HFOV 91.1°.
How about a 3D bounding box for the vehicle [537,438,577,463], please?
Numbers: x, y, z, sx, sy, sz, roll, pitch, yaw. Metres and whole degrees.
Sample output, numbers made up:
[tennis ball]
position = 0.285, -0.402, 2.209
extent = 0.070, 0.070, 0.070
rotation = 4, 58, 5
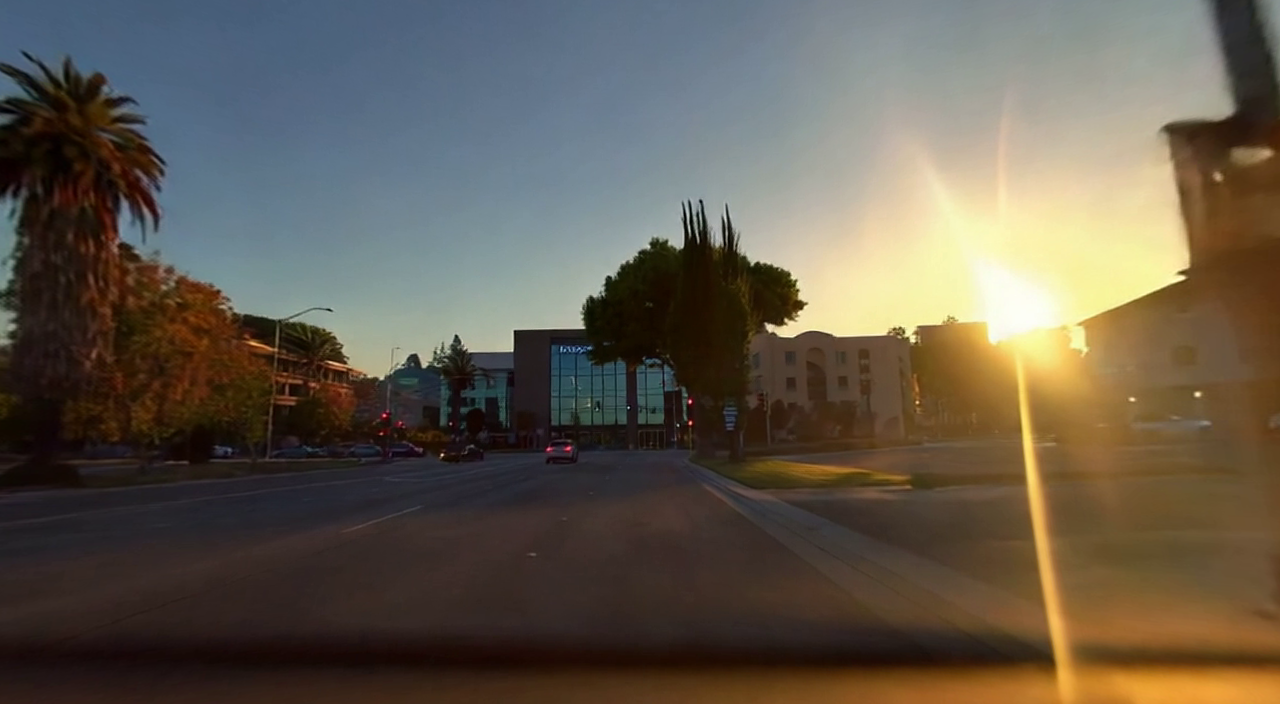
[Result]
[vehicle]
position = -5.925, 7.079, 45.154
extent = 2.121, 1.731, 4.707
rotation = 0, -9, 1
